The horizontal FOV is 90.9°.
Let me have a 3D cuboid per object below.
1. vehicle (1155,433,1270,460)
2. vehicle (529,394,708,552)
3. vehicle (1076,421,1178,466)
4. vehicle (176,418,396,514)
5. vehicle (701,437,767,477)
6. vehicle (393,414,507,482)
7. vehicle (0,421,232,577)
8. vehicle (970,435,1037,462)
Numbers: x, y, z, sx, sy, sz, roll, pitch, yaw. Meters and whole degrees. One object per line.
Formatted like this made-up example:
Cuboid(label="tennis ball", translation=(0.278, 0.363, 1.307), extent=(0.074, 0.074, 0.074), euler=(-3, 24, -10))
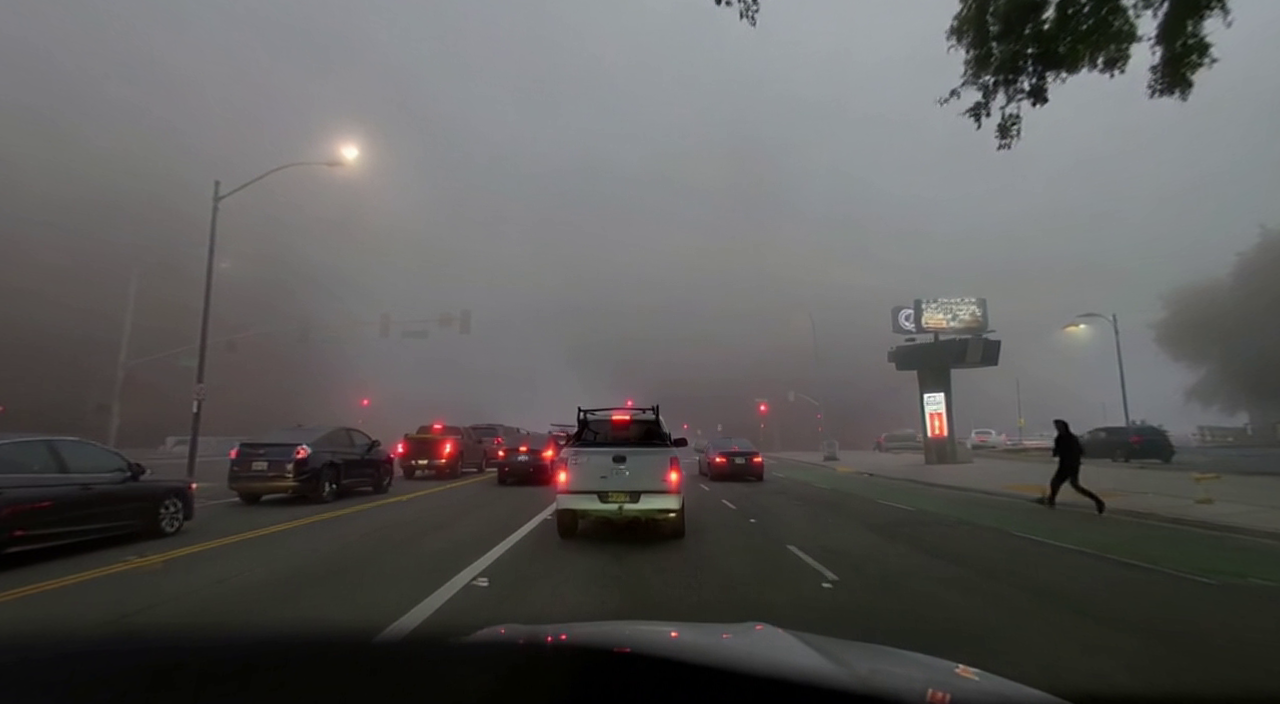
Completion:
Cuboid(label="vehicle", translation=(29.713, 4.911, 32.778), extent=(4.176, 1.313, 1.719), euler=(0, -9, 3))
Cuboid(label="vehicle", translation=(-0.241, 1.710, 9.489), extent=(2.064, 1.817, 4.298), euler=(0, -8, 0))
Cuboid(label="vehicle", translation=(19.434, 3.638, 25.111), extent=(4.156, 1.622, 1.924), euler=(6, -10, -35))
Cuboid(label="vehicle", translation=(-7.090, 2.337, 13.355), extent=(1.941, 1.655, 4.503), euler=(0, -8, 1))
Cuboid(label="vehicle", translation=(3.557, 4.076, 24.707), extent=(2.023, 1.441, 4.240), euler=(0, -8, 1))
Cuboid(label="vehicle", translation=(-6.374, 3.307, 21.808), extent=(2.496, 2.112, 4.351), euler=(0, -8, 1))
Cuboid(label="vehicle", translation=(-6.941, 1.548, 7.058), extent=(1.831, 1.451, 4.382), euler=(0, -8, 0))
Cuboid(label="vehicle", translation=(20.296, 5.378, 35.151), extent=(3.836, 1.443, 1.694), euler=(6, -10, -34))
